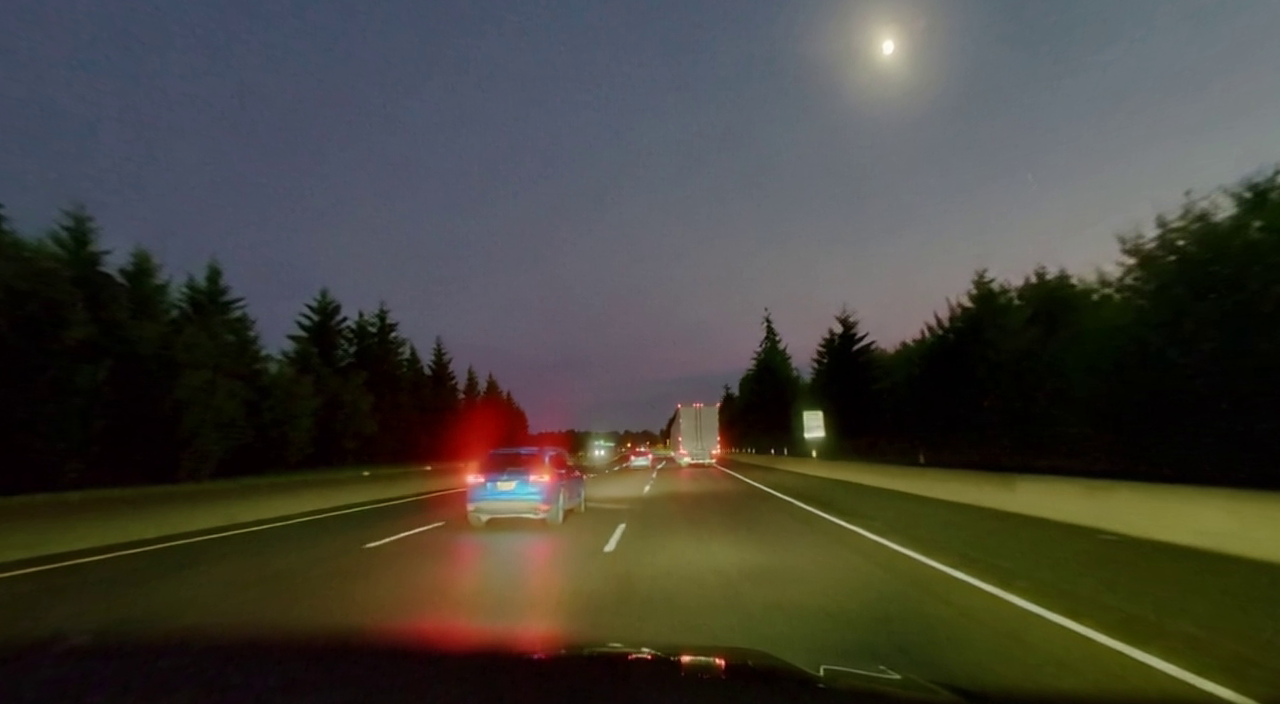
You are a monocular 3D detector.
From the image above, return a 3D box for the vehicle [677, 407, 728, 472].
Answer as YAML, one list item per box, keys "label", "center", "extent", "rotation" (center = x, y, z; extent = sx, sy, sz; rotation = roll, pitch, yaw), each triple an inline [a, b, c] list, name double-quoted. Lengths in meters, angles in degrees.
- label: "vehicle"
  center: [4.278, 6.582, 46.279]
  extent: [2.960, 4.018, 13.834]
  rotation: [-1, -9, 3]

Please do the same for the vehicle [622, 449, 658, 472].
- label: "vehicle"
  center: [0.049, 7.255, 42.139]
  extent: [2.045, 1.430, 3.951]
  rotation: [-1, -9, 4]

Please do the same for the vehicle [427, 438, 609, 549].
- label: "vehicle"
  center: [-1.834, 2.350, 11.174]
  extent: [2.039, 1.532, 4.610]
  rotation: [-1, -9, 4]
